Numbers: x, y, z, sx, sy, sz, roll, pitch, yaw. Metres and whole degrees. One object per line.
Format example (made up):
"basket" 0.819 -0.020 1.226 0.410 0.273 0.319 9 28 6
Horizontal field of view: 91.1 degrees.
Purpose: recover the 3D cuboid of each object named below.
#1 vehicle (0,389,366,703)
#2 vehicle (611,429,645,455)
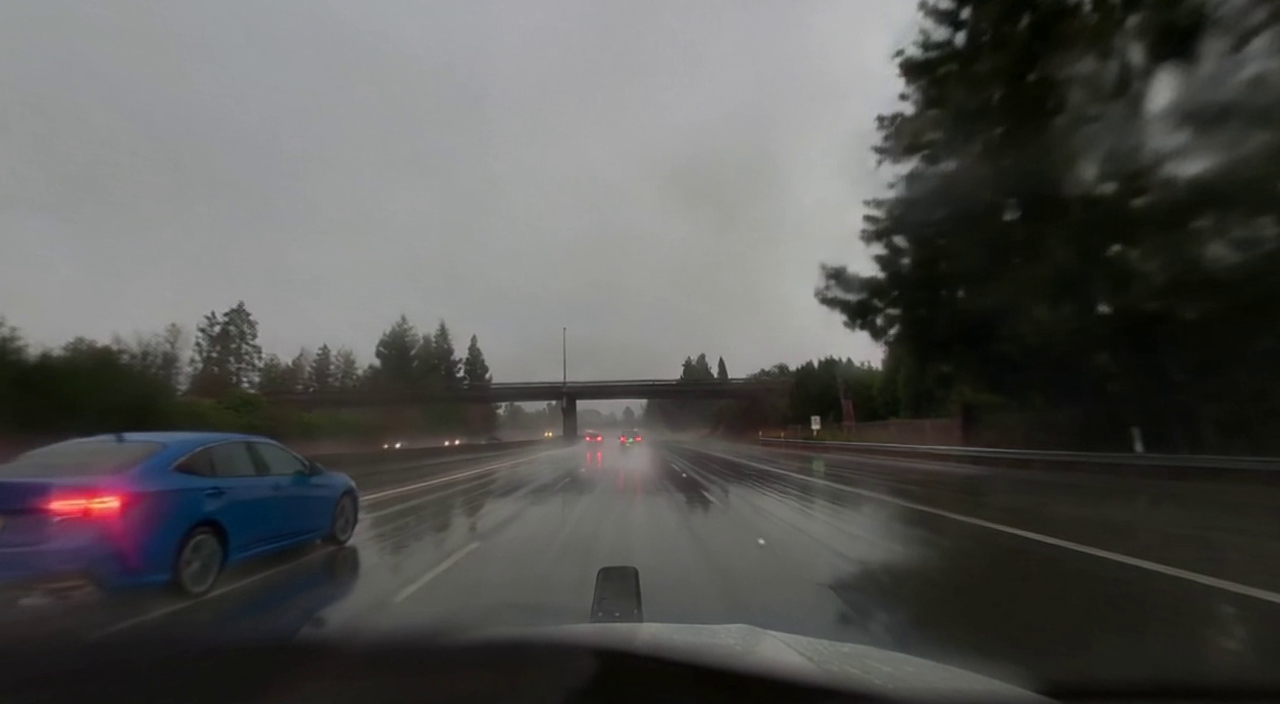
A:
"vehicle" -4.137 1.198 4.869 2.017 1.537 4.496 0 -8 0
"vehicle" -0.782 5.948 41.578 2.116 1.625 4.004 0 -8 -1
